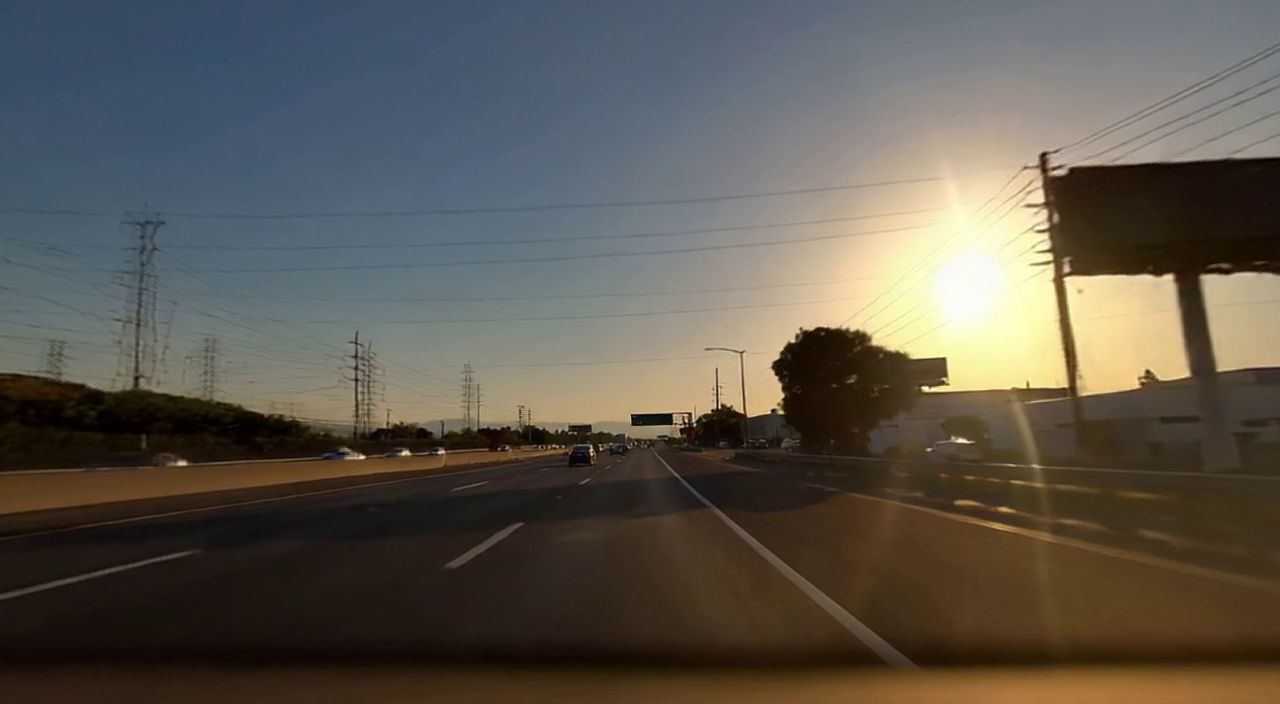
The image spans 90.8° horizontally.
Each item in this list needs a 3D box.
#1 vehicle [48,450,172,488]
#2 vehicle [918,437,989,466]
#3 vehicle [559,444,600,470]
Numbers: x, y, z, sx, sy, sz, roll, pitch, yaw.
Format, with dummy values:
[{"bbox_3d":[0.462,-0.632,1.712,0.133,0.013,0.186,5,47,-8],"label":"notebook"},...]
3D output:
[{"bbox_3d":[-25.015,5.500,30.105,1.812,1.487,4.833,-3,-8,0],"label":"vehicle"},{"bbox_3d":[19.016,6.033,38.547,1.842,1.639,4.554,0,-9,-2],"label":"vehicle"},{"bbox_3d":[-3.617,6.385,38.693,1.940,1.479,4.545,0,-9,1],"label":"vehicle"}]
